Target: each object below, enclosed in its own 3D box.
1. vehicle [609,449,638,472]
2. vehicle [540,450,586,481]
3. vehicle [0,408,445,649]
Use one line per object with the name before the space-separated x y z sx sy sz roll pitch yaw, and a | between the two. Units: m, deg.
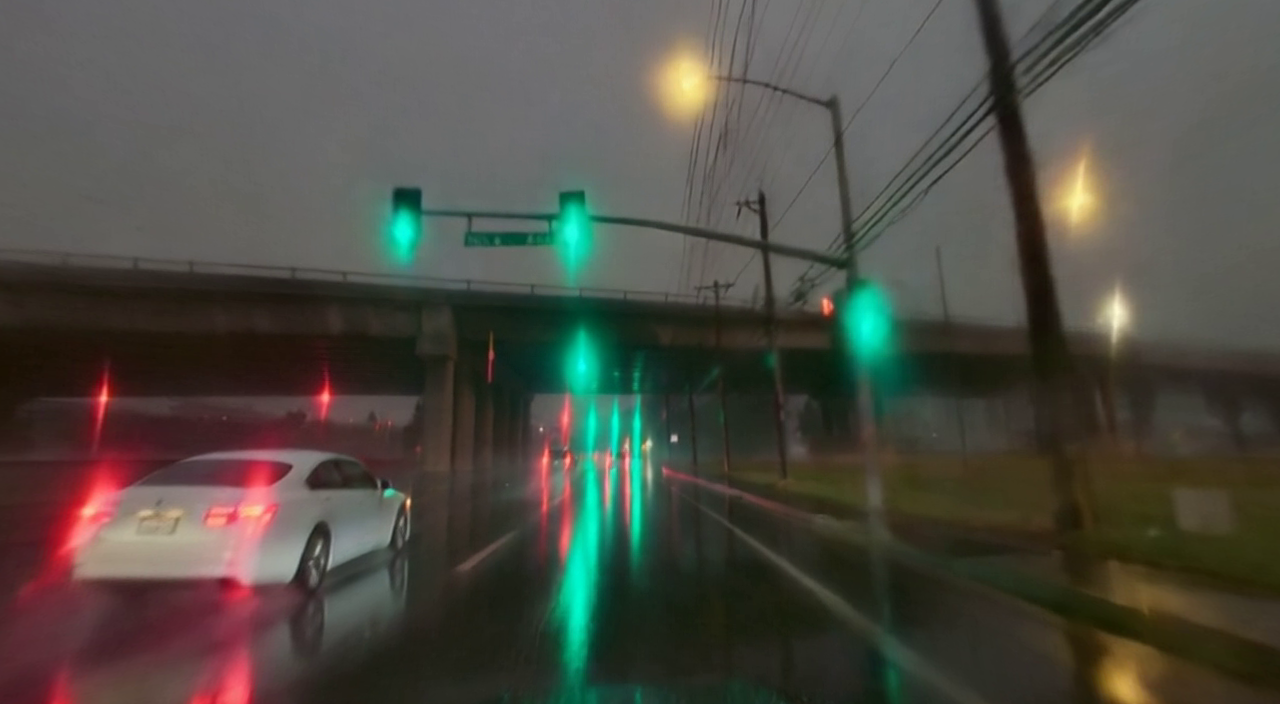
vehicle | -1.210 7.806 45.613 1.985 1.565 3.968 0 -9 -2
vehicle | -3.973 5.924 33.250 1.946 1.437 4.154 0 -9 -1
vehicle | -3.679 1.559 6.648 1.925 1.666 4.271 0 -8 -1
